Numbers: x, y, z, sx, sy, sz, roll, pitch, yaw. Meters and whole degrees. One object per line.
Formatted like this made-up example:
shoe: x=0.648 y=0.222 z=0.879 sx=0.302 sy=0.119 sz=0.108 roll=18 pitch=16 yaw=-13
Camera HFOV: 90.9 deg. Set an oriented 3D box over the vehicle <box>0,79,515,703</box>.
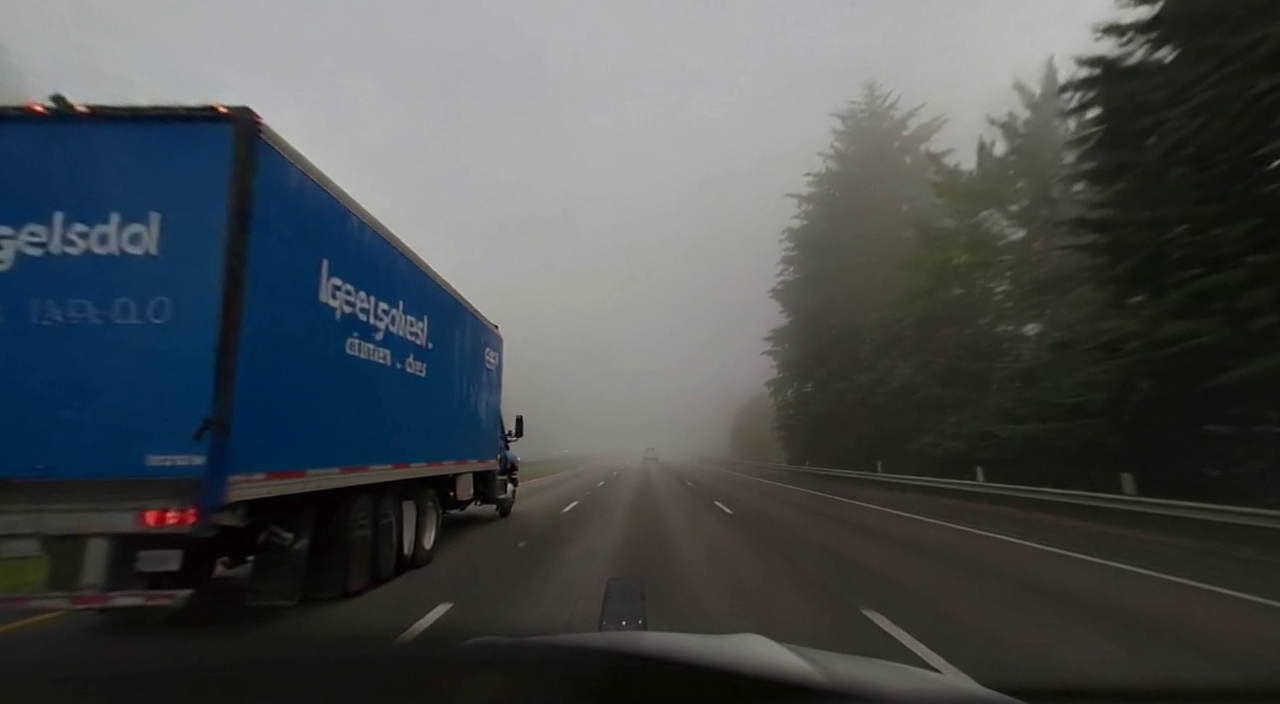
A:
vehicle: x=-3.364 y=0.731 z=6.296 sx=2.695 sy=3.151 sz=6.885 roll=0 pitch=-9 yaw=1
